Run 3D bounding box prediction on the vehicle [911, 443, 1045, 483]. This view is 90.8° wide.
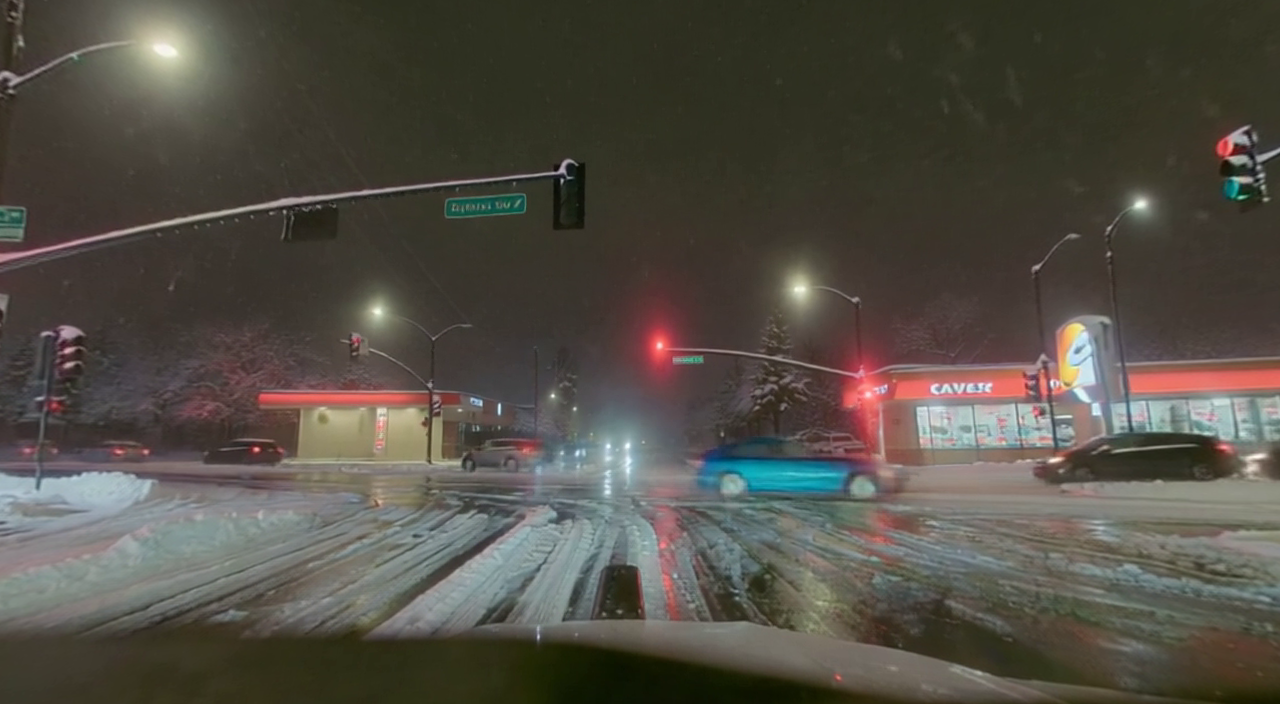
[{"bbox_3d":[13.328,4.355,25.026,4.435,1.457,1.766,-6,-10,33],"label":"vehicle"}]

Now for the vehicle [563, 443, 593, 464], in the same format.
[{"bbox_3d":[-4.595,7.598,47.320,2.003,1.481,4.091,0,-8,-3],"label":"vehicle"}]

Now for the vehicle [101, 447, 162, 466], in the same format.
[{"bbox_3d":[-40.112,8.236,49.835,4.801,1.466,1.830,-5,-10,27],"label":"vehicle"}]

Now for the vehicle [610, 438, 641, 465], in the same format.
[{"bbox_3d":[-1.115,7.073,45.151,2.083,1.764,5.011,0,-8,-3],"label":"vehicle"}]

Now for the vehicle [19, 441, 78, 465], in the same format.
[{"bbox_3d":[-45.806,7.824,48.892,4.311,1.742,1.864,-5,-10,27],"label":"vehicle"}]

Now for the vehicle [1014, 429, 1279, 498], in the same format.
[{"bbox_3d":[12.313,2.747,15.811,4.681,1.495,2.096,-3,-9,21],"label":"vehicle"}]

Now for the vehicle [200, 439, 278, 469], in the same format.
[{"bbox_3d":[-24.195,6.119,38.089,4.562,1.676,1.819,-5,-10,27],"label":"vehicle"}]

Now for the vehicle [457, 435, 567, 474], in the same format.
[{"bbox_3d":[-5.747,4.569,28.290,4.568,1.643,1.911,-5,-9,26],"label":"vehicle"}]

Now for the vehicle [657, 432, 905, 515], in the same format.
[{"bbox_3d":[2.891,2.473,13.285,4.670,1.458,1.959,-5,-10,29],"label":"vehicle"}]
